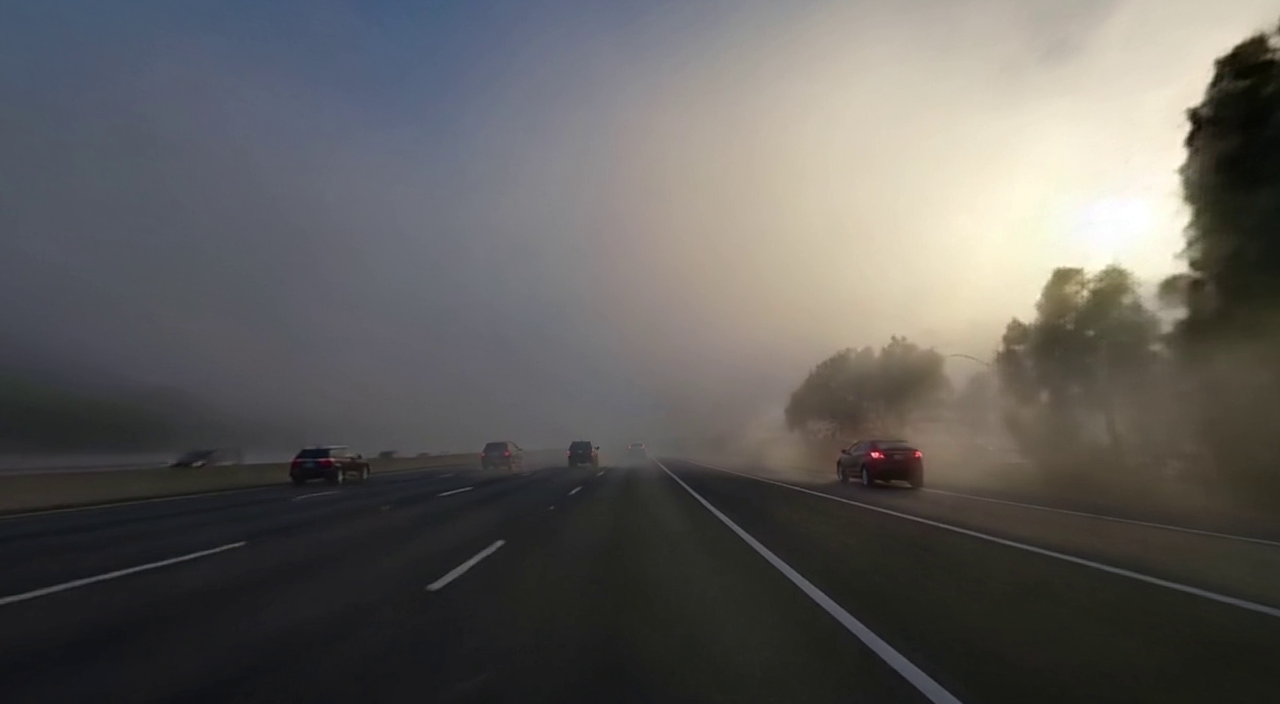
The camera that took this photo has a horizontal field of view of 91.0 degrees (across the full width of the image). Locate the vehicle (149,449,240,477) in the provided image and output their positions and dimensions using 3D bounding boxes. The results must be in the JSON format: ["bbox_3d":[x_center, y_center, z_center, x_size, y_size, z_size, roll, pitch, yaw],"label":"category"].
[{"bbox_3d":[-33.085,8.222,47.059,2.317,1.870,6.230,0,-9,0],"label":"vehicle"}]

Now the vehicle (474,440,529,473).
[{"bbox_3d":[-7.779,5.923,35.832,2.087,1.755,4.457,0,-9,0],"label":"vehicle"}]

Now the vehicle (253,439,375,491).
[{"bbox_3d":[-11.280,3.940,22.210,1.958,1.633,4.302,0,-9,0],"label":"vehicle"}]

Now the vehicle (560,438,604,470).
[{"bbox_3d":[-3.739,6.692,41.484,2.288,1.962,5.119,0,-9,1],"label":"vehicle"}]

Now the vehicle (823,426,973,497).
[{"bbox_3d":[7.369,3.197,18.708,2.259,1.816,4.862,0,-9,-2],"label":"vehicle"}]
